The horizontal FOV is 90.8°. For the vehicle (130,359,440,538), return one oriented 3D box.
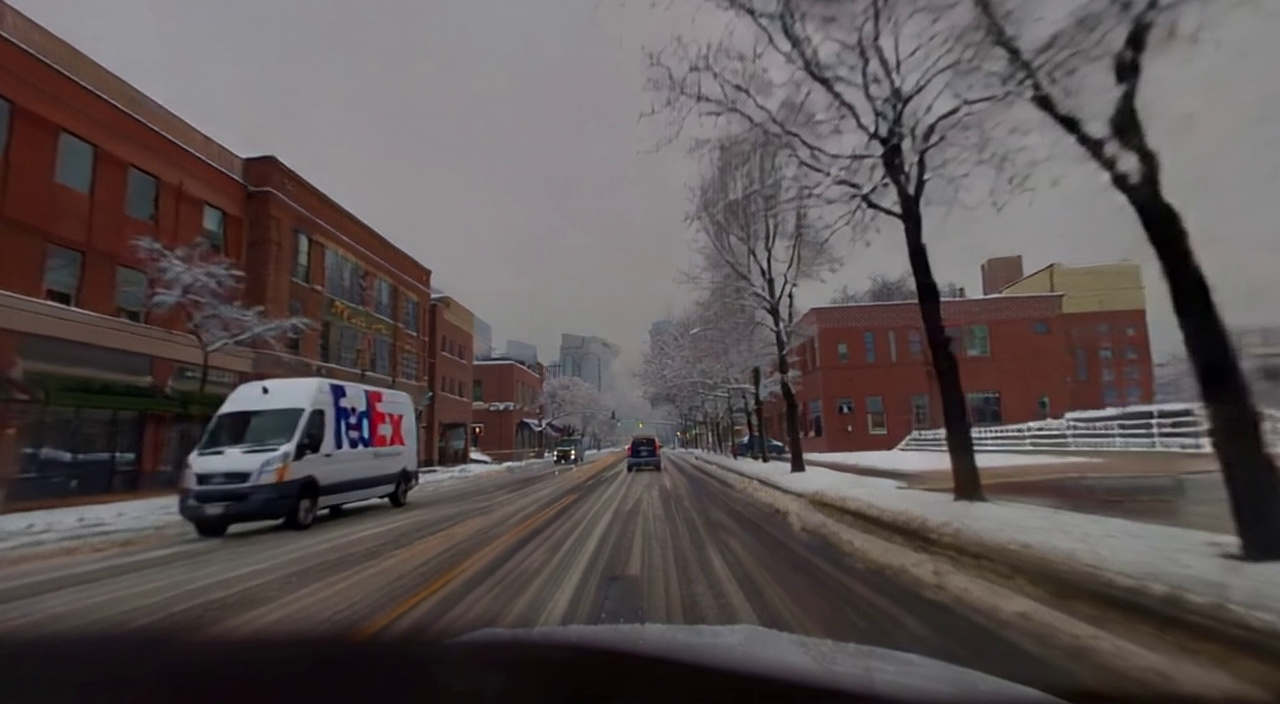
[{"bbox_3d":[-7.200,2.162,14.439,2.754,3.065,7.103,0,-8,2],"label":"vehicle"}]

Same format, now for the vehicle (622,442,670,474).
[{"bbox_3d":[0.386,5.543,33.329,2.356,1.572,4.810,0,-8,2],"label":"vehicle"}]
